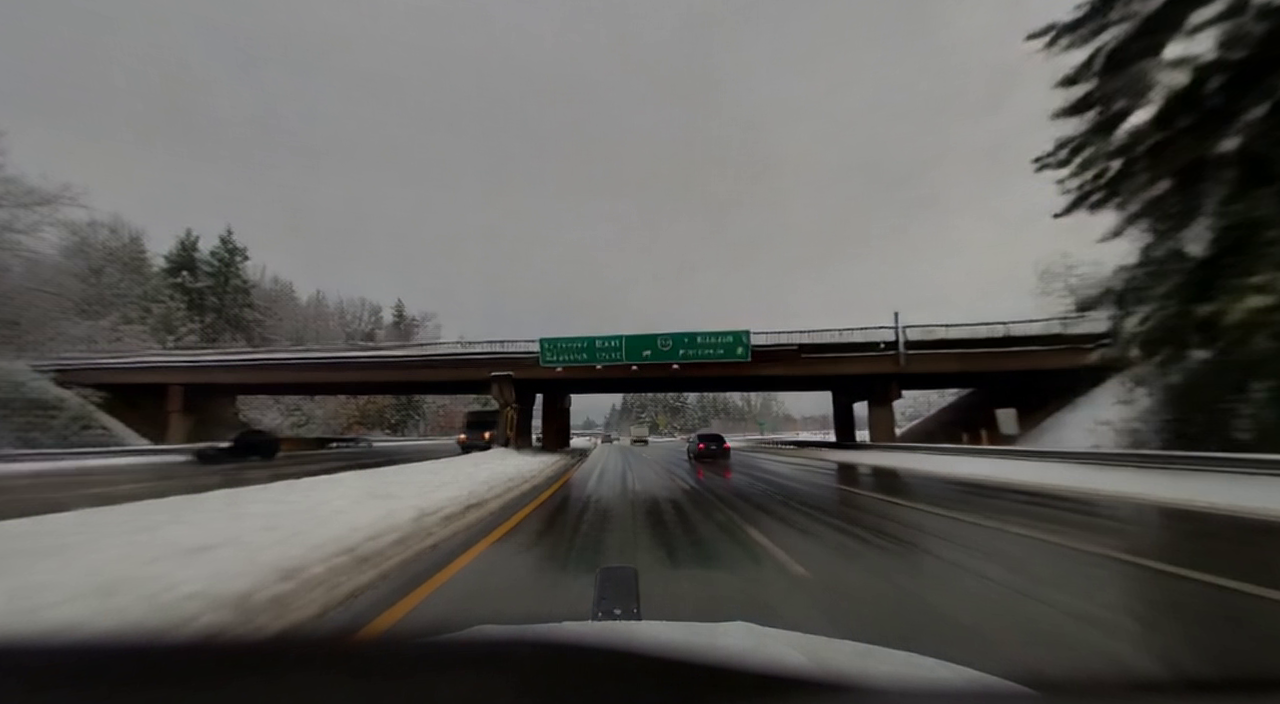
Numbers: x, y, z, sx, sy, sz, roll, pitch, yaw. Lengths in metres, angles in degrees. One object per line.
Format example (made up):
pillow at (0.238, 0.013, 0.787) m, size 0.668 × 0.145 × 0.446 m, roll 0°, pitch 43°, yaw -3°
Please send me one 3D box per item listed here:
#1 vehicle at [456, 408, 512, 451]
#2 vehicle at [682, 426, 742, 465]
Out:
vehicle at (-10.439, 5.279, 42.846) m, size 2.262 × 2.615 × 7.071 m, roll 0°, pitch -7°, yaw -2°
vehicle at (3.020, 4.011, 27.255) m, size 1.938 × 1.578 × 3.764 m, roll 0°, pitch -7°, yaw -3°
